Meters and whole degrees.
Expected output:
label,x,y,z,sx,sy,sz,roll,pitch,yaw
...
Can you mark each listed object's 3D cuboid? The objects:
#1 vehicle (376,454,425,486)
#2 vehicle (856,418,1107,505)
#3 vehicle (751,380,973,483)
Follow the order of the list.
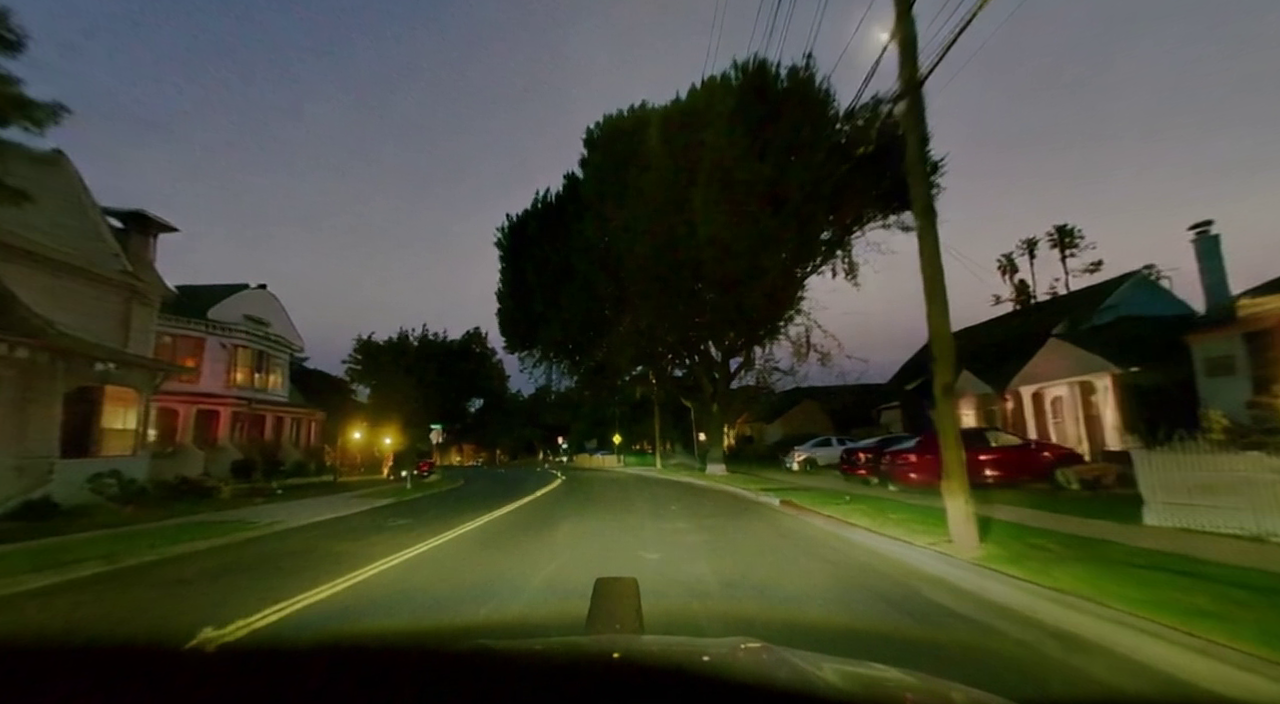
label,x,y,z,sx,sy,sz,roll,pitch,yaw
vehicle,-13.168,6.416,34.728,2.390,1.431,4.253,1,-8,-21
vehicle,7.471,2.425,14.191,4.412,1.565,1.957,-3,-9,-1
vehicle,8.082,2.943,23.524,7.115,3.010,2.378,-4,-8,-6
